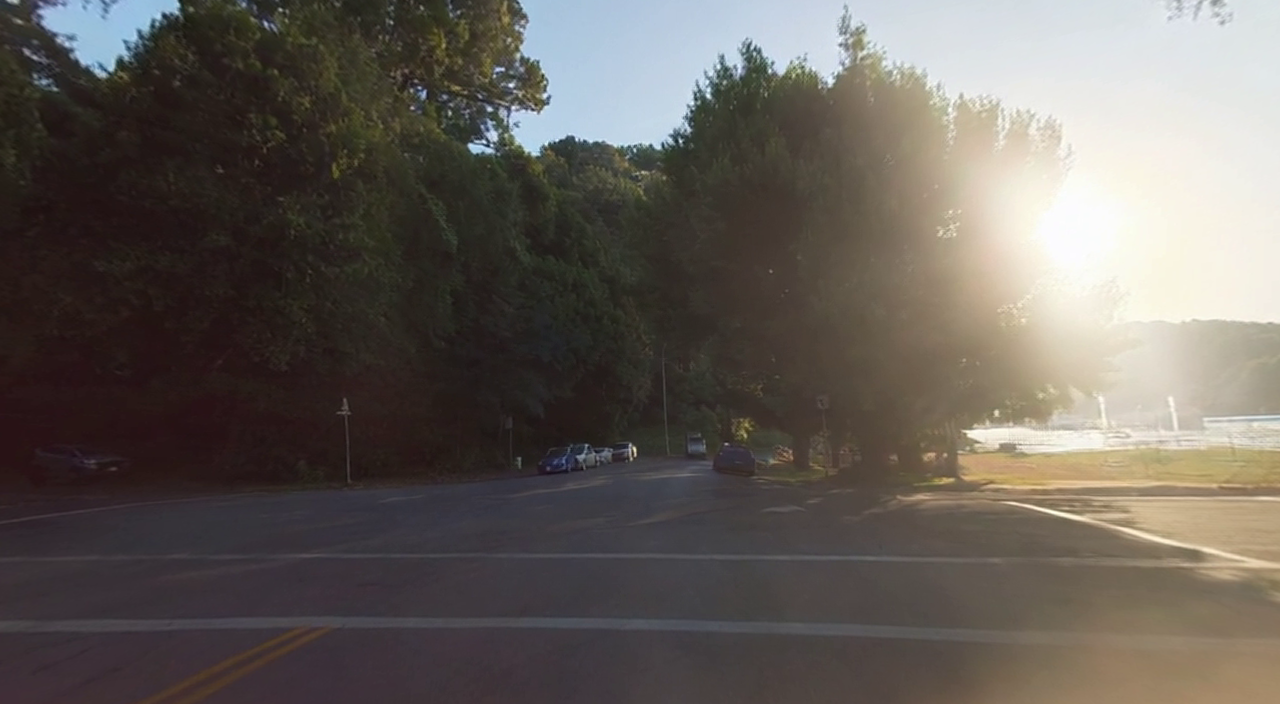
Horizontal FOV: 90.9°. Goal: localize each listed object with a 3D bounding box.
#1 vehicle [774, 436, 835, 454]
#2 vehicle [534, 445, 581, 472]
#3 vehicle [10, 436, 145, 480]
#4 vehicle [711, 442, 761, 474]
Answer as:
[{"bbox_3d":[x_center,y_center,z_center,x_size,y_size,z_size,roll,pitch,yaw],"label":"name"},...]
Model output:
[{"bbox_3d":[12.906,7.328,49.625,4.310,1.378,1.698,0,-8,3],"label":"vehicle"},{"bbox_3d":[-4.825,6.308,37.601,2.102,1.507,4.049,0,-8,2],"label":"vehicle"},{"bbox_3d":[-25.262,4.731,28.333,4.986,1.796,2.066,-2,-9,17],"label":"vehicle"},{"bbox_3d":[4.686,5.237,31.448,2.051,1.461,4.100,0,-8,3],"label":"vehicle"}]
